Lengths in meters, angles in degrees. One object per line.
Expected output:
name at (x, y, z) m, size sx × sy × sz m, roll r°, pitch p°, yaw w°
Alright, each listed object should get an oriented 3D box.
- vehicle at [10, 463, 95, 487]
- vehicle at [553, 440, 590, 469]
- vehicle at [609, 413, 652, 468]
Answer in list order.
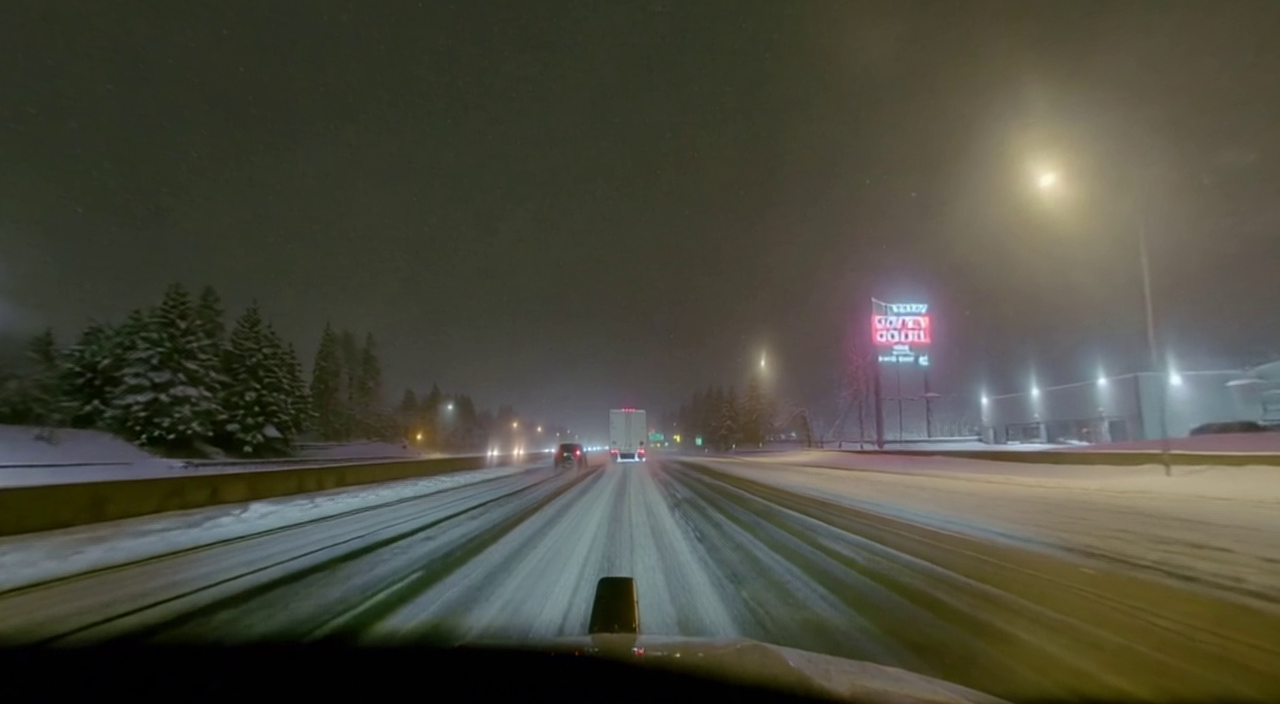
vehicle at (-42.899, 8.984, 46.265) m, size 1.755 × 1.534 × 4.544 m, roll 0°, pitch -9°, yaw 2°
vehicle at (-4.765, 7.179, 44.327) m, size 2.095 × 1.930 × 4.680 m, roll 0°, pitch -9°, yaw 0°
vehicle at (-0.659, 7.015, 49.860) m, size 3.000 × 3.786 × 11.740 m, roll 0°, pitch -9°, yaw 0°
